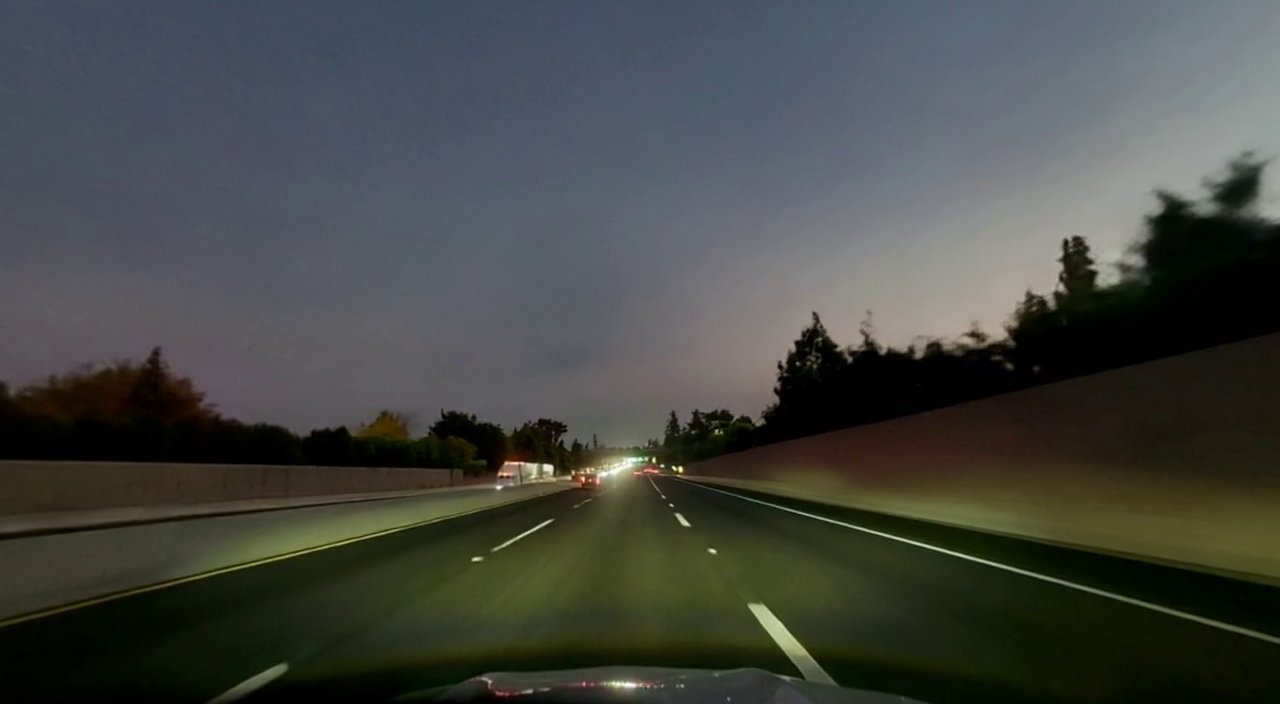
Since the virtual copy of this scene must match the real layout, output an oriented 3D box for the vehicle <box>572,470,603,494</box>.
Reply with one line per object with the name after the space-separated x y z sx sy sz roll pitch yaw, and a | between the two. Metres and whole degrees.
-3.578 8.919 43.391 1.863 1.486 3.852 1 -11 -1 | vehicle
